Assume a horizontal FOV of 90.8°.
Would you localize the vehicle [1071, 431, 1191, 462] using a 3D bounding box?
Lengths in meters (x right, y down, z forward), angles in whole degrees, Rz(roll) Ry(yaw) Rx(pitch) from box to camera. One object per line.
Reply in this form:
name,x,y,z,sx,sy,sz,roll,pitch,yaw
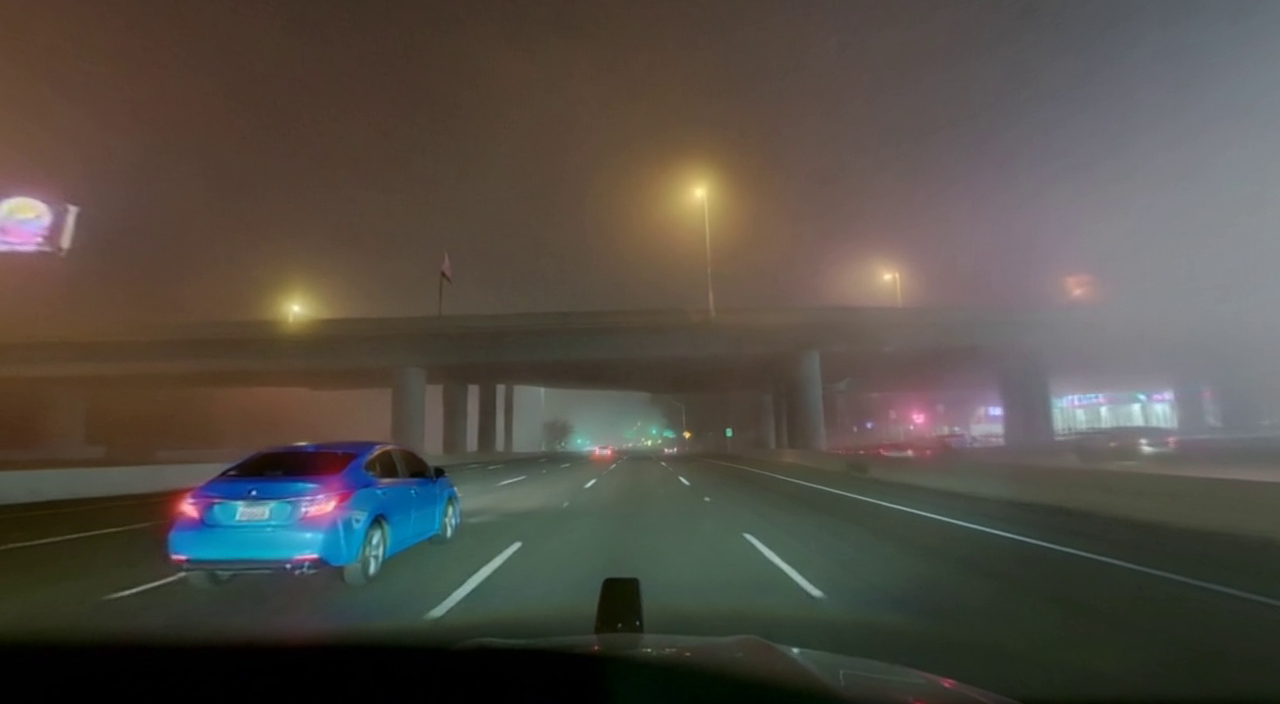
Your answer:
vehicle,24.894,4.795,32.165,4.513,1.469,1.871,0,-8,0
